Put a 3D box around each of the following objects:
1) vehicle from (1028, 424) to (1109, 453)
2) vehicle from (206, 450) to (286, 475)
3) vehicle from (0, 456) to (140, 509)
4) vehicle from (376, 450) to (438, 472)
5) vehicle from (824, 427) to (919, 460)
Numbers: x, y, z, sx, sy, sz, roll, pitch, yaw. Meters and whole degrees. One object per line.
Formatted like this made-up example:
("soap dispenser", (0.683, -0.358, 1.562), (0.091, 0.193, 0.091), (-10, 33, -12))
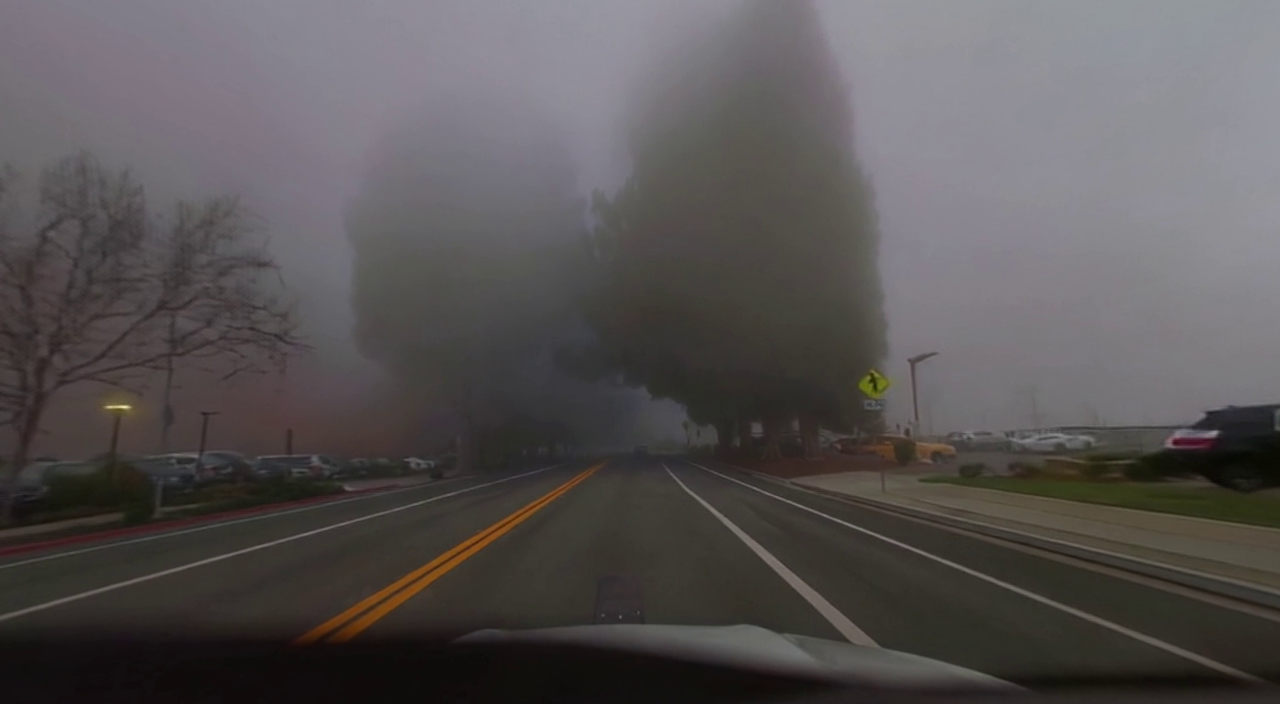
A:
("vehicle", (23.185, 4.681, 34.137), (4.694, 1.496, 1.845), (5, -10, -33))
("vehicle", (-27.243, 7.660, 43.812), (4.272, 1.613, 1.855), (2, -8, -14))
("vehicle", (-18.870, 4.230, 20.887), (4.295, 1.486, 1.881), (-4, -9, 27))
("vehicle", (-17.337, 8.099, 46.971), (4.708, 1.472, 1.994), (-6, -10, 36))
("vehicle", (12.802, 5.046, 34.958), (4.632, 1.701, 1.975), (-4, -9, 26))
